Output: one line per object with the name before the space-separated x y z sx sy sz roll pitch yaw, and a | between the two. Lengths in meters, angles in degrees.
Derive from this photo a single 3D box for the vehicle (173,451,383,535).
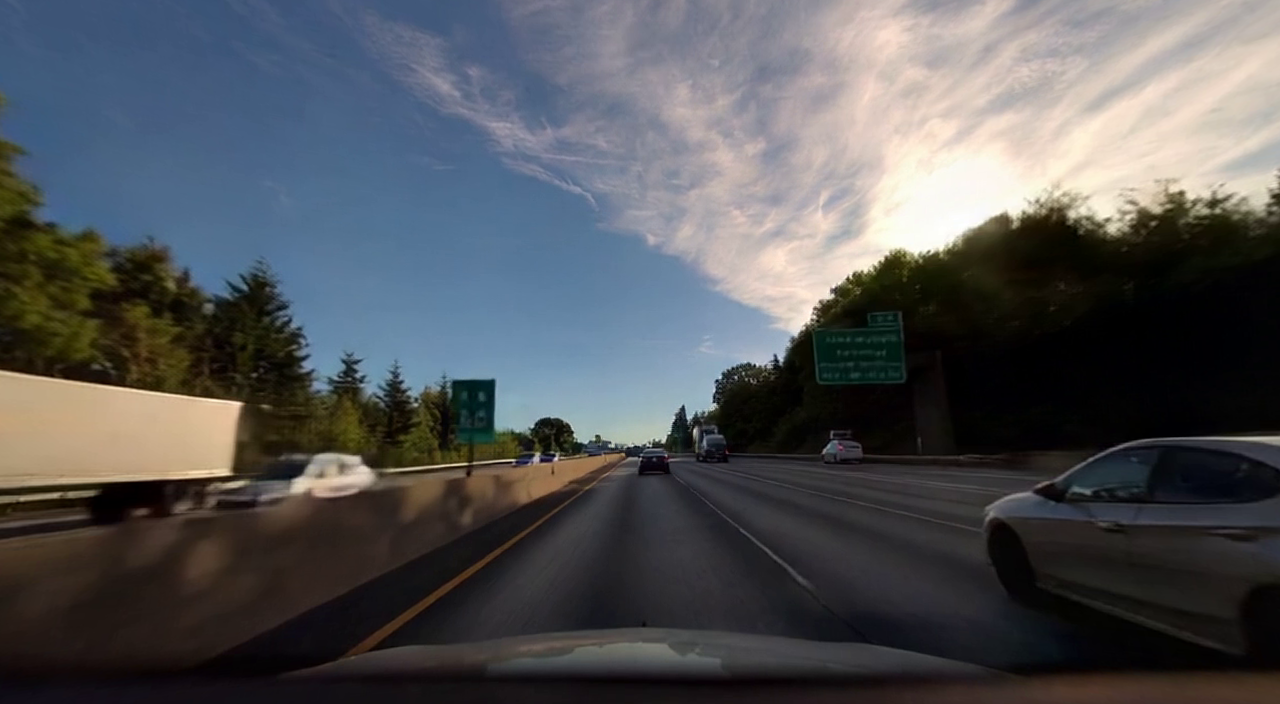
vehicle | -7.503 2.921 13.741 1.911 1.497 4.500 0 -9 0

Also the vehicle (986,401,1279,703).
vehicle | 3.702 0.952 2.653 2.029 1.475 4.279 0 -9 0

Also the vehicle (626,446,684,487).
vehicle | 0.555 4.639 25.808 2.177 1.520 4.278 0 -9 0

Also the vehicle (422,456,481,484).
vehicle | -11.191 7.033 37.776 2.103 1.481 4.610 0 -9 1

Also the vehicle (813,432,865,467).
vehicle | 14.925 7.333 47.533 2.115 2.446 5.323 0 -9 -1

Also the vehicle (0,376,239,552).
vehicle | -14.650 2.416 13.673 2.812 3.601 13.744 0 -9 1
